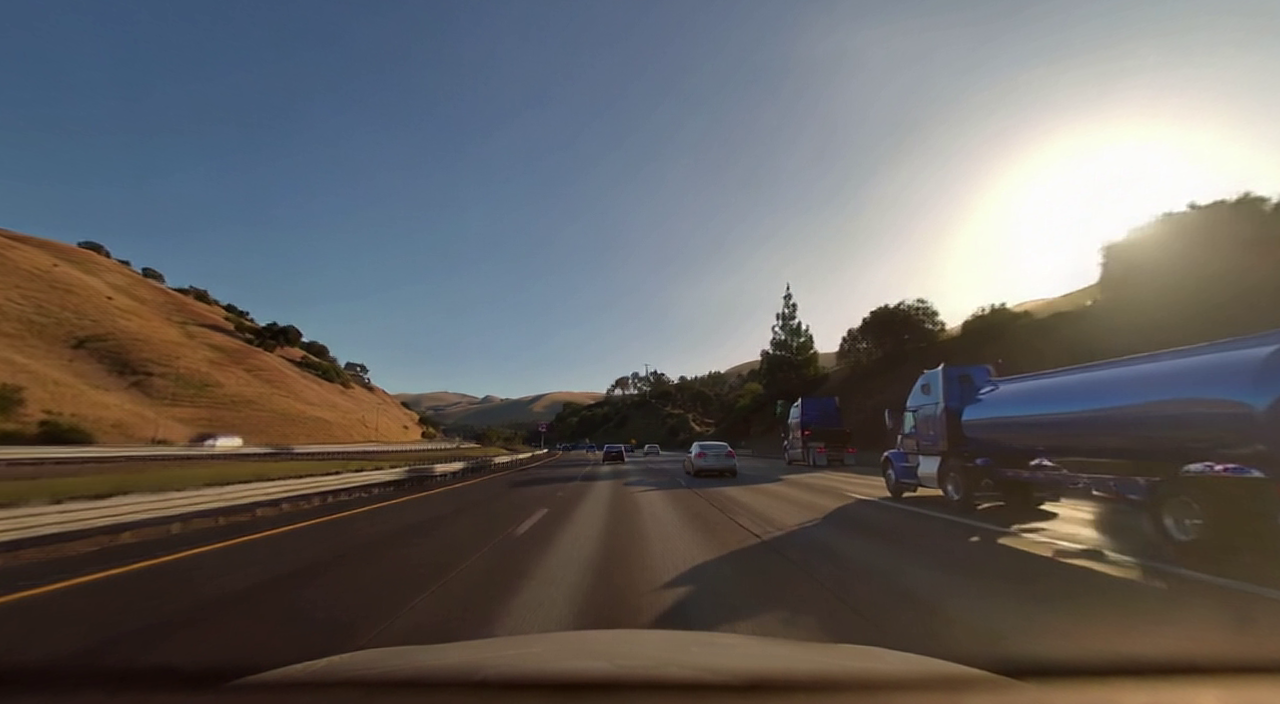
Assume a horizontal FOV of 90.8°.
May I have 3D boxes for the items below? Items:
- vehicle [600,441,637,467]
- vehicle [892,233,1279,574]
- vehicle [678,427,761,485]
[{"bbox_3d":[-1.350,6.097,37.906,2.083,1.477,3.965,0,-9,-4],"label":"vehicle"},{"bbox_3d":[7.462,1.060,9.837,2.805,3.212,9.978,0,-9,-1],"label":"vehicle"},{"bbox_3d":[2.659,3.633,22.258,2.098,1.794,4.561,0,-9,-3],"label":"vehicle"}]
